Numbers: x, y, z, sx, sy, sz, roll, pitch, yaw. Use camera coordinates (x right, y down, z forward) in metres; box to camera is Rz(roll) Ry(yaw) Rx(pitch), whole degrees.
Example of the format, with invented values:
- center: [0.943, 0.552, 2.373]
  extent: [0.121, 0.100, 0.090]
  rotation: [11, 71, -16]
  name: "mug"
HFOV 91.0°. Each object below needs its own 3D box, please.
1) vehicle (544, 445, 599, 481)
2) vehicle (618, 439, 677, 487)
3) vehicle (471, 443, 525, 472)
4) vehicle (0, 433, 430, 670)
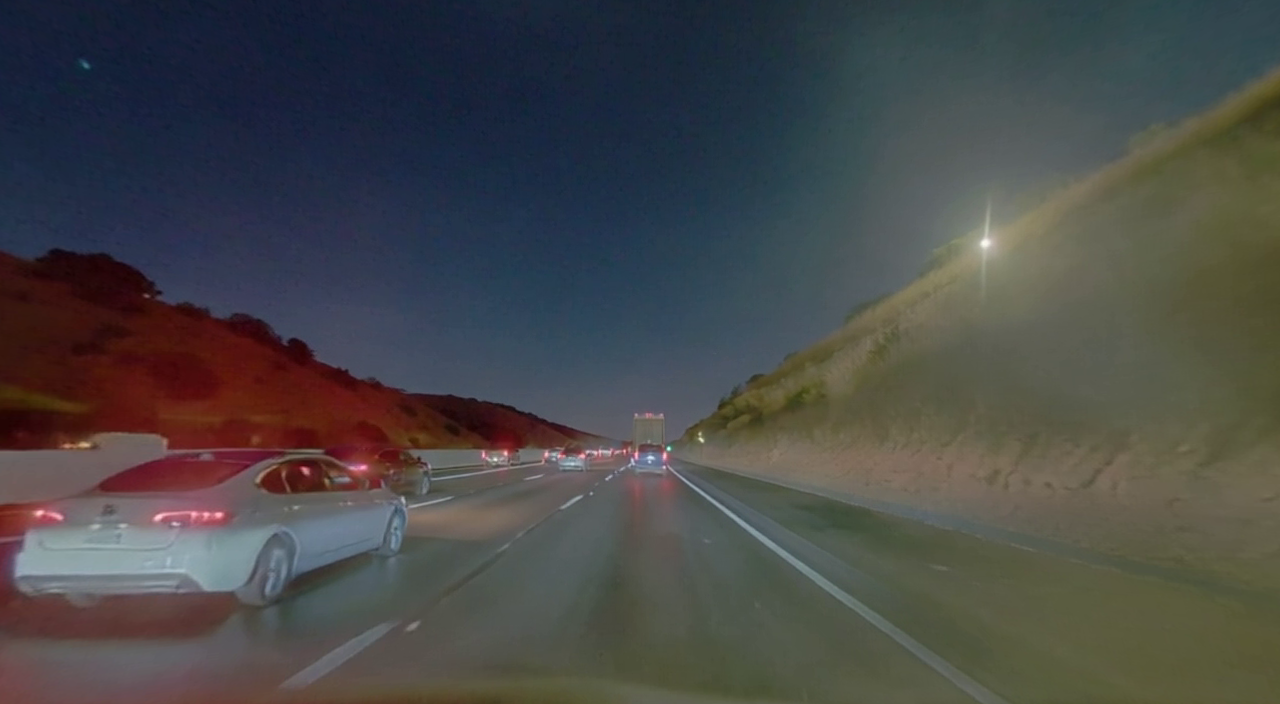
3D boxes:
- center: [-3.428, 5.661, 32.340]
  extent: [2.155, 1.661, 4.477]
  rotation: [0, -9, 2]
  name: "vehicle"
- center: [0.303, 4.670, 26.772]
  extent: [2.281, 1.795, 4.297]
  rotation: [1, -9, 0]
  name: "vehicle"
- center: [-10.649, 7.985, 47.875]
  extent: [2.421, 2.025, 6.236]
  rotation: [0, -9, 2]
  name: "vehicle"
- center: [-3.905, 1.616, 6.336]
  extent: [1.943, 1.468, 4.547]
  rotation: [1, -9, 1]
  name: "vehicle"
